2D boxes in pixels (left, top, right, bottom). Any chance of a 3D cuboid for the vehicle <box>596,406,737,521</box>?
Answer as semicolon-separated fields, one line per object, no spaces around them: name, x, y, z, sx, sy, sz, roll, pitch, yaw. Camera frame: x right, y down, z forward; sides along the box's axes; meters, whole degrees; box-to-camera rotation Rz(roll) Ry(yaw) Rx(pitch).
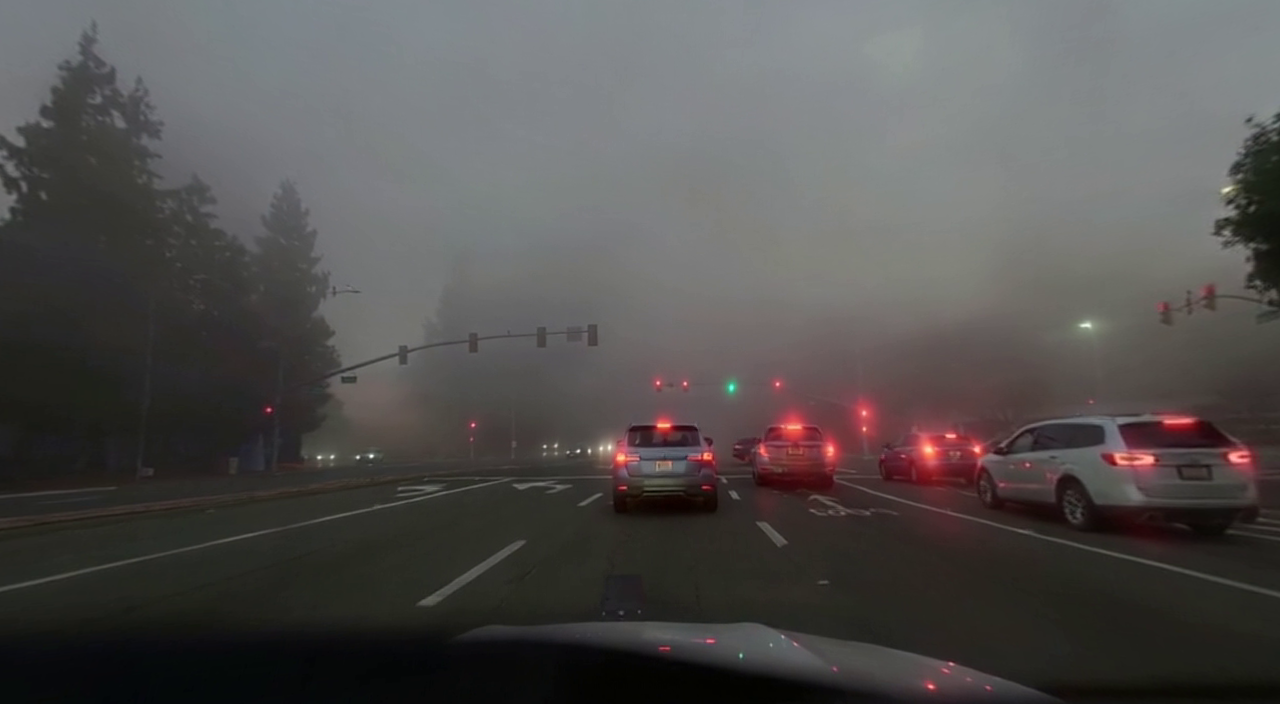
vehicle;0.453;2.073;12.128;2.211;1.795;4.179;0;-9;1

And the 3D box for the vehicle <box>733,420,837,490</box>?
vehicle;4.041;2.981;18.500;2.188;1.774;4.646;-1;-9;3

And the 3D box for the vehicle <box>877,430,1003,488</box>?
vehicle;8.565;3.104;18.531;1.862;1.471;4.297;-1;-9;5

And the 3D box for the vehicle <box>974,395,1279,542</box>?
vehicle;7.488;1.758;9.985;2.074;1.791;4.393;0;-9;2
